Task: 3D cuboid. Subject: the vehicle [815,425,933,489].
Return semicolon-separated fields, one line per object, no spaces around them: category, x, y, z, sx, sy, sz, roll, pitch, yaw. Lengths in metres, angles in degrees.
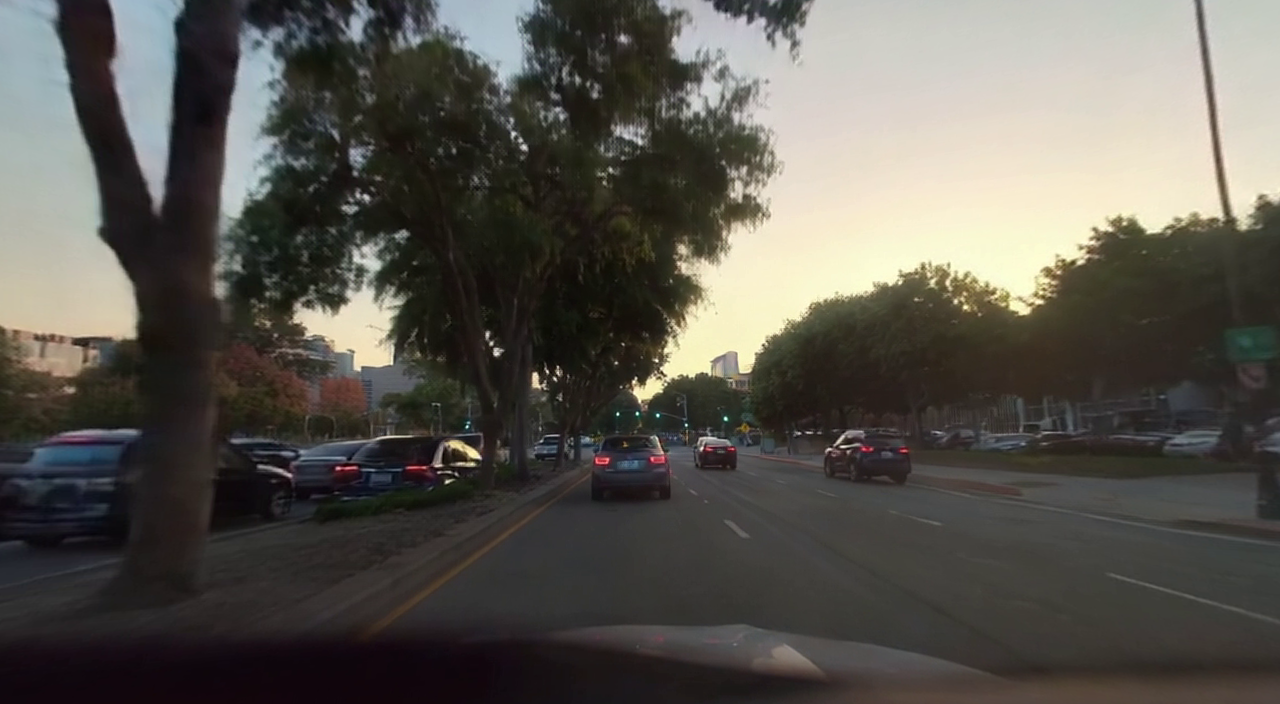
vehicle;6.783;3.094;18.858;1.889;1.681;4.120;0;-9;0

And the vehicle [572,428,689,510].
vehicle;-0.211;2.493;13.919;2.161;1.501;4.184;0;-9;-1

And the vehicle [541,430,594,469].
vehicle;-3.596;4.957;32.175;2.154;1.801;5.015;0;-9;-1

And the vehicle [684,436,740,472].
vehicle;3.178;4.605;28.678;1.905;1.473;4.183;0;-9;-2

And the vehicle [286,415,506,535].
vehicle;-3.798;2.009;10.865;2.009;1.619;4.376;0;-9;0

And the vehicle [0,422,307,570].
vehicle;-6.721;1.833;8.817;1.835;1.516;4.423;0;-9;-2
